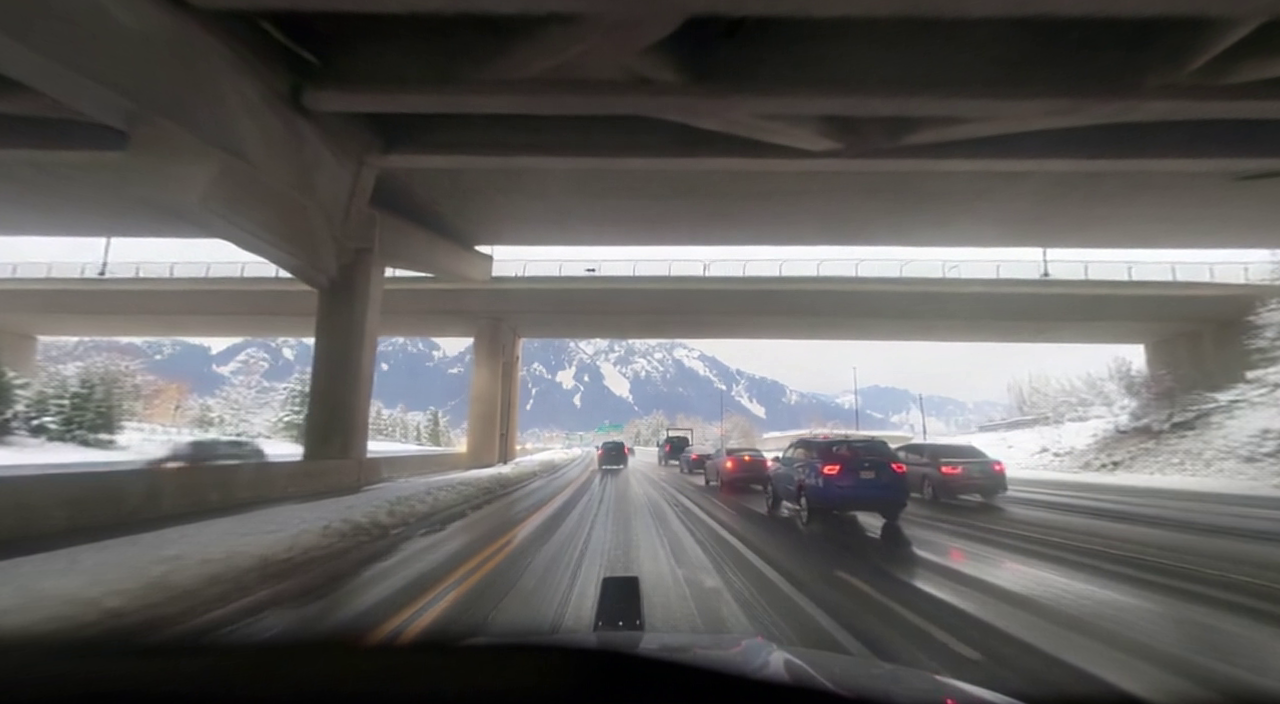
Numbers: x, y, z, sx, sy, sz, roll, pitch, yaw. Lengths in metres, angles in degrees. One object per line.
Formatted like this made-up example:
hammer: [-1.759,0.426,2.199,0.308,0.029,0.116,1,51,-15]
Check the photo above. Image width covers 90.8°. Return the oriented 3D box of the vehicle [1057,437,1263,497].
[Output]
vehicle: [14.353,3.176,17.874,1.866,1.454,4.434,0,-8,-3]

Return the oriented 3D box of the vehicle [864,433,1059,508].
vehicle: [7.609,2.847,15.765,2.025,1.525,5.211,0,-8,-1]

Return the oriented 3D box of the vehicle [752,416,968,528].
vehicle: [3.938,2.255,12.561,2.276,1.739,5.040,0,-8,-3]

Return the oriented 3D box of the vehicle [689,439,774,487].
vehicle: [3.042,3.809,22.092,2.074,1.455,4.646,0,-8,-3]

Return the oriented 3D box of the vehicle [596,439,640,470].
vehicle: [-1.219,5.547,34.281,2.266,1.549,3.978,0,-8,-2]
